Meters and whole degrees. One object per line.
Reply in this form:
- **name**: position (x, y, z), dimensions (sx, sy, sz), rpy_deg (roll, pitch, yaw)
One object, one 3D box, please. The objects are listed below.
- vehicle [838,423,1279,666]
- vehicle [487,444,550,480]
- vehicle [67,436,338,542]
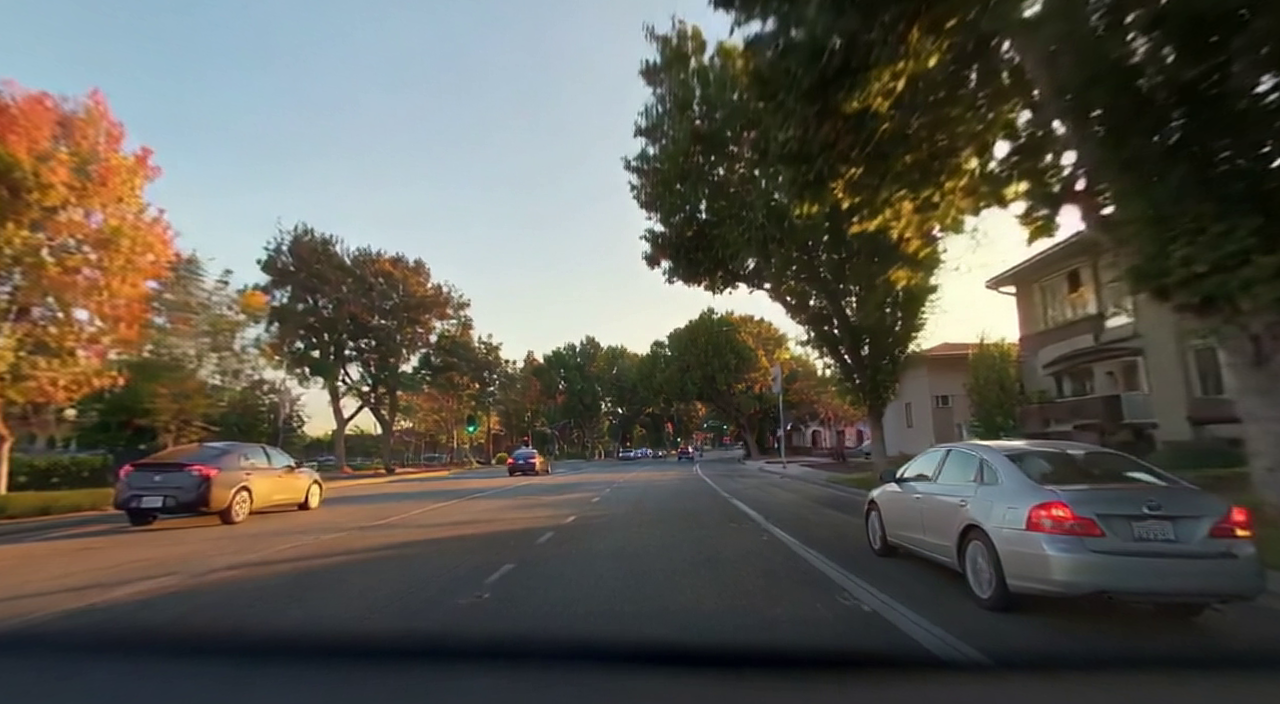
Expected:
- **vehicle**: position (3.716, 1.580, 6.341), dimensions (2.003, 1.494, 4.705), rpy_deg (0, -9, 1)
- **vehicle**: position (-5.826, 5.340, 30.788), dimensions (1.988, 1.597, 4.404), rpy_deg (-1, -9, 3)
- **vehicle**: position (-7.615, 2.411, 11.700), dimensions (1.951, 1.554, 4.444), rpy_deg (0, -9, -2)
